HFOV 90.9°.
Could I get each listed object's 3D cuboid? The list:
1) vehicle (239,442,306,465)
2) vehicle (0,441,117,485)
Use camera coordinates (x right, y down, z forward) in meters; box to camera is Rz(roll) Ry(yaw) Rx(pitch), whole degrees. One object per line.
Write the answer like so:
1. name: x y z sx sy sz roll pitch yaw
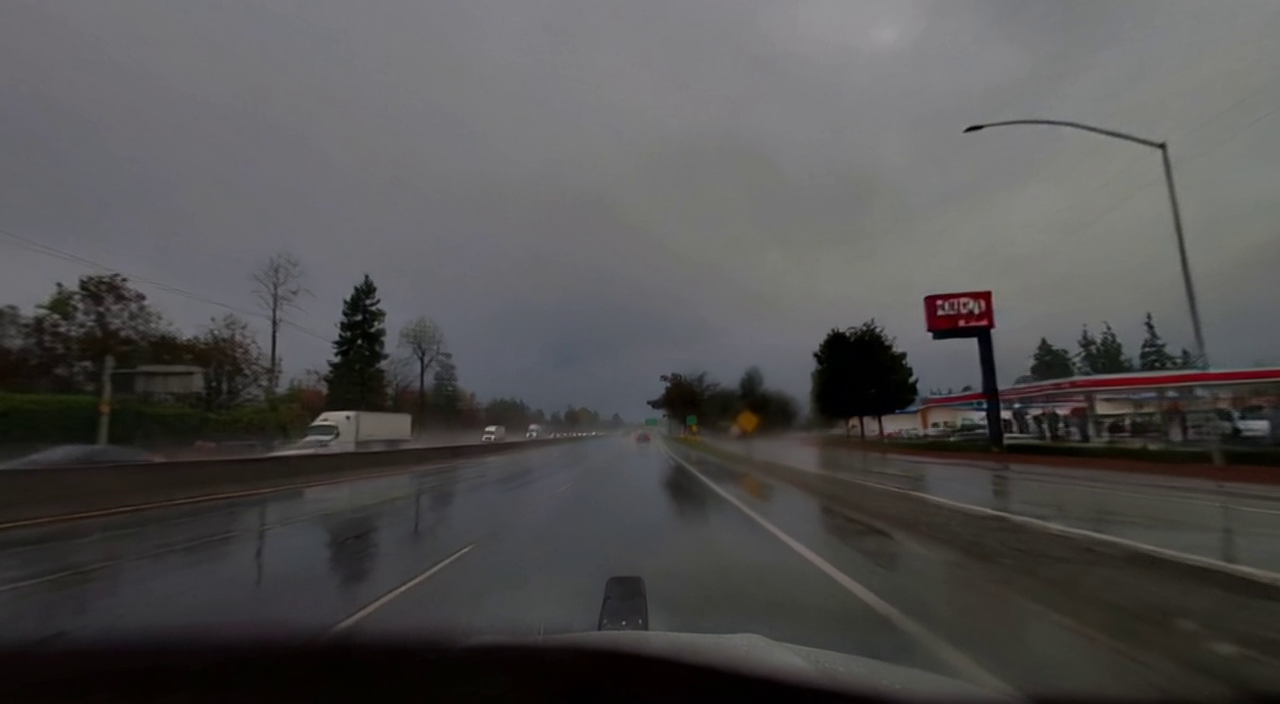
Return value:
1. vehicle: -24.099 6.660 41.599 1.772 1.439 4.479 0 -8 -1
2. vehicle: -20.292 3.734 21.531 1.779 1.338 3.587 0 -8 0
